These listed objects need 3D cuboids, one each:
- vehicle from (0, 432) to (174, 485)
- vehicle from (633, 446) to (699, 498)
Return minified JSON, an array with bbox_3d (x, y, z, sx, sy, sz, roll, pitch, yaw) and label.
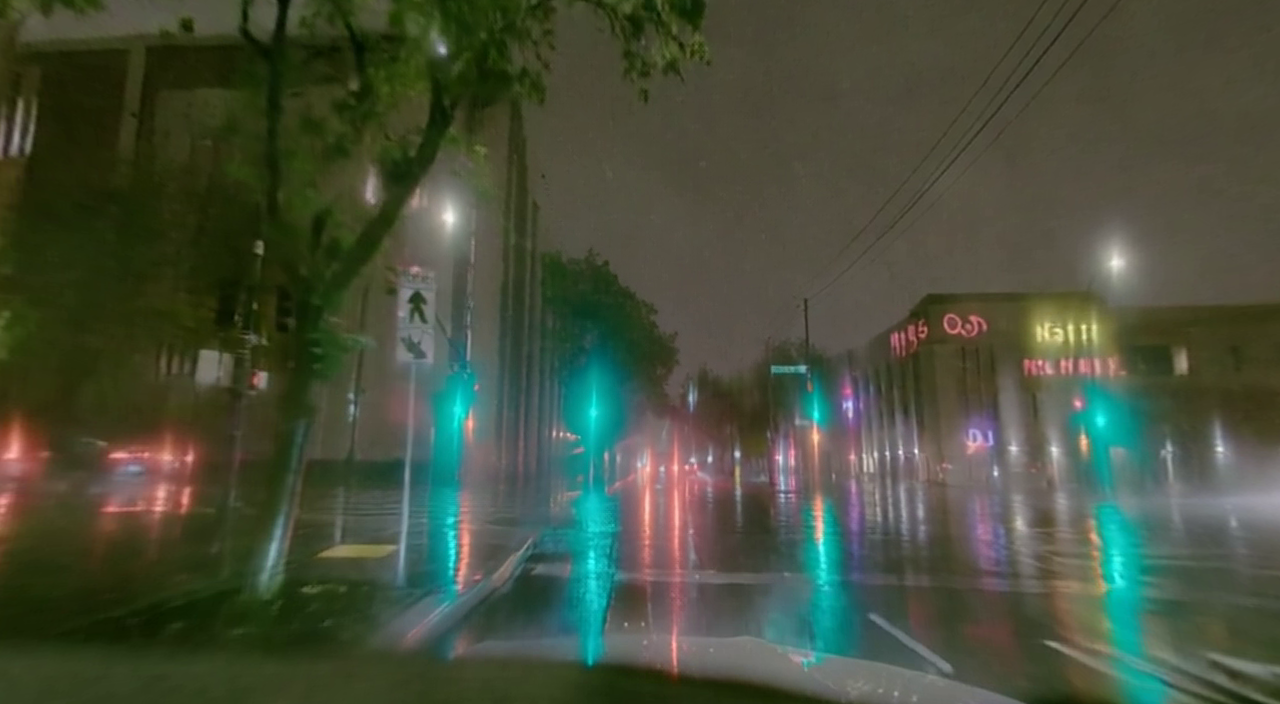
[{"bbox_3d":[-17.518,3.313,19.663,4.282,1.519,2.077,-1,-9,2],"label":"vehicle"},{"bbox_3d":[0.844,4.102,21.961,2.079,1.621,3.861,0,-9,1],"label":"vehicle"}]
